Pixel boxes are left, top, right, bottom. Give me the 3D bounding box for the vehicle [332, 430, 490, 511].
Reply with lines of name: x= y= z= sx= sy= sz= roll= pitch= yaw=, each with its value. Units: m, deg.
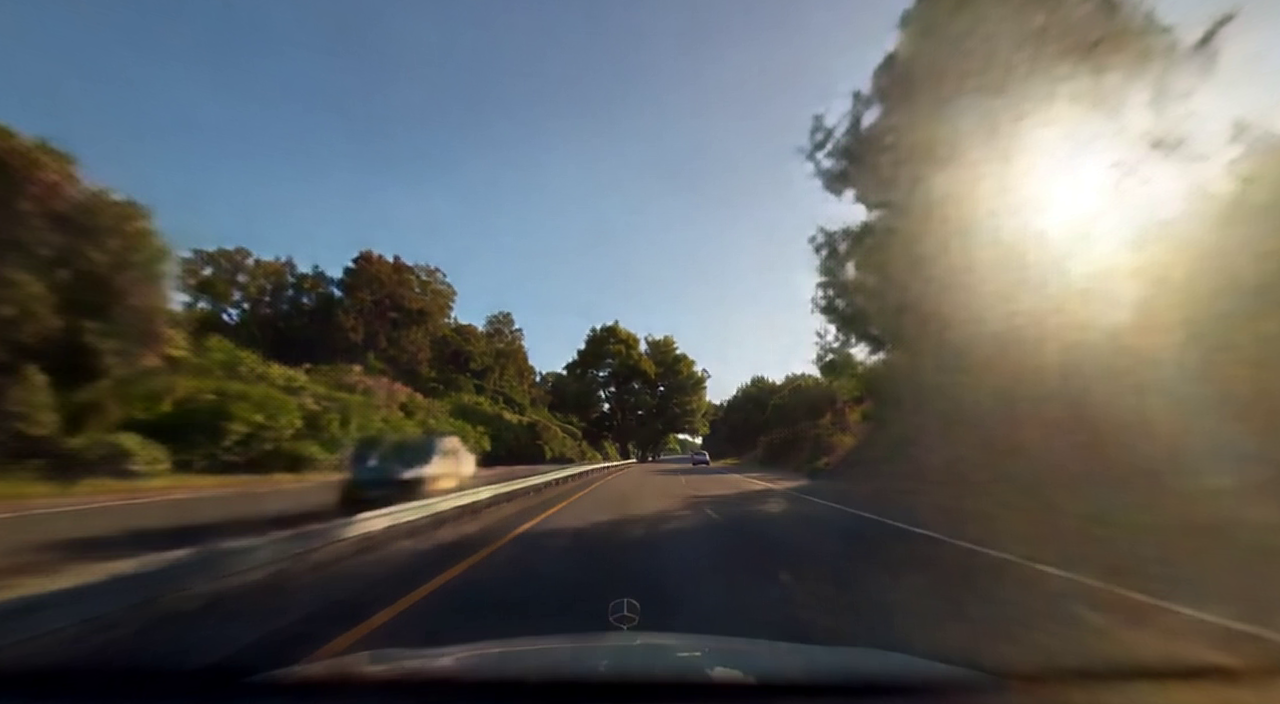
vehicle: x=-5.683 y=2.995 z=16.538 sx=2.220 sy=1.780 sz=4.870 roll=0 pitch=-8 yaw=1
